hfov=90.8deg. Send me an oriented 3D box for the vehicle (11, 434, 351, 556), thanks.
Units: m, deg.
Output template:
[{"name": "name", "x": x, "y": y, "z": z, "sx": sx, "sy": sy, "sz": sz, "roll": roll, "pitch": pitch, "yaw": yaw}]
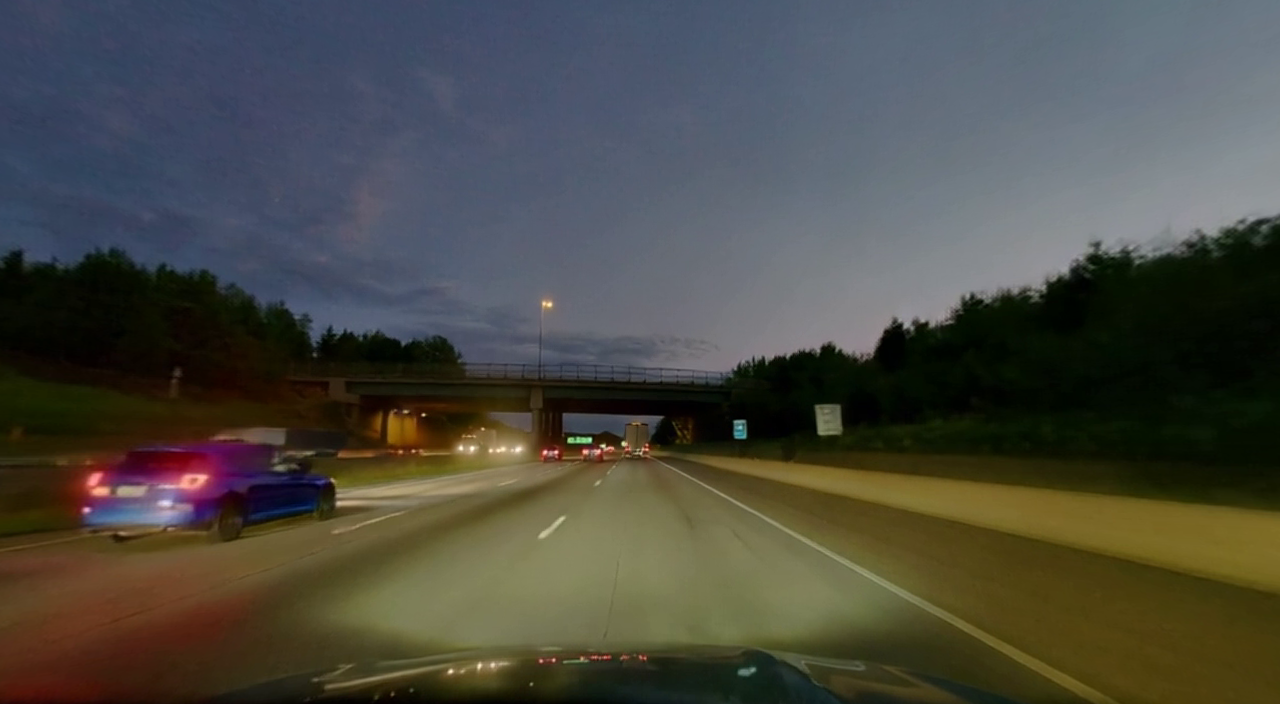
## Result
[{"name": "vehicle", "x": -6.810, "y": 2.144, "z": 10.241, "sx": 2.038, "sy": 1.489, "sz": 4.603, "roll": 0, "pitch": -9, "yaw": 0}]
